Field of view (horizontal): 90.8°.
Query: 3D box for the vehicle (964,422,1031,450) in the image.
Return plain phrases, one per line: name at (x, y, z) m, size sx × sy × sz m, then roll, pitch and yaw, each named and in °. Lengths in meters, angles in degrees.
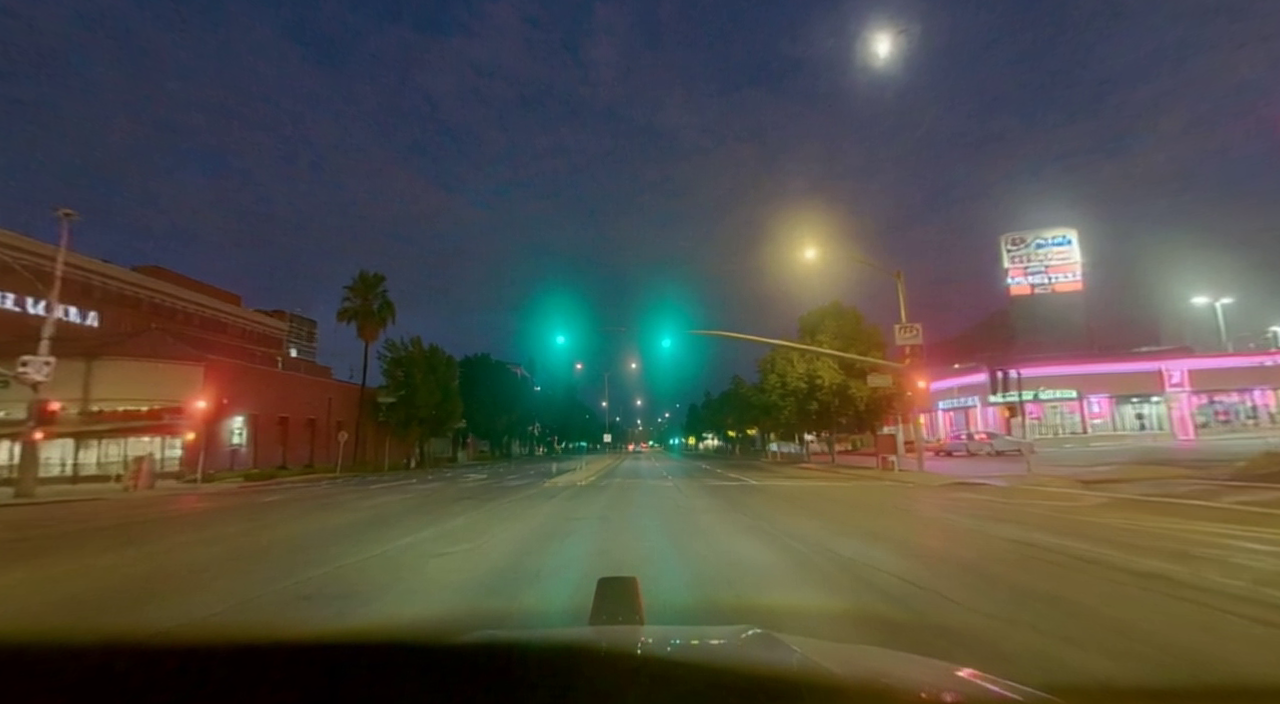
vehicle at (24.237, 5.788, 43.021) m, size 1.948 × 1.776 × 4.266 m, roll 0°, pitch -9°, yaw -1°
